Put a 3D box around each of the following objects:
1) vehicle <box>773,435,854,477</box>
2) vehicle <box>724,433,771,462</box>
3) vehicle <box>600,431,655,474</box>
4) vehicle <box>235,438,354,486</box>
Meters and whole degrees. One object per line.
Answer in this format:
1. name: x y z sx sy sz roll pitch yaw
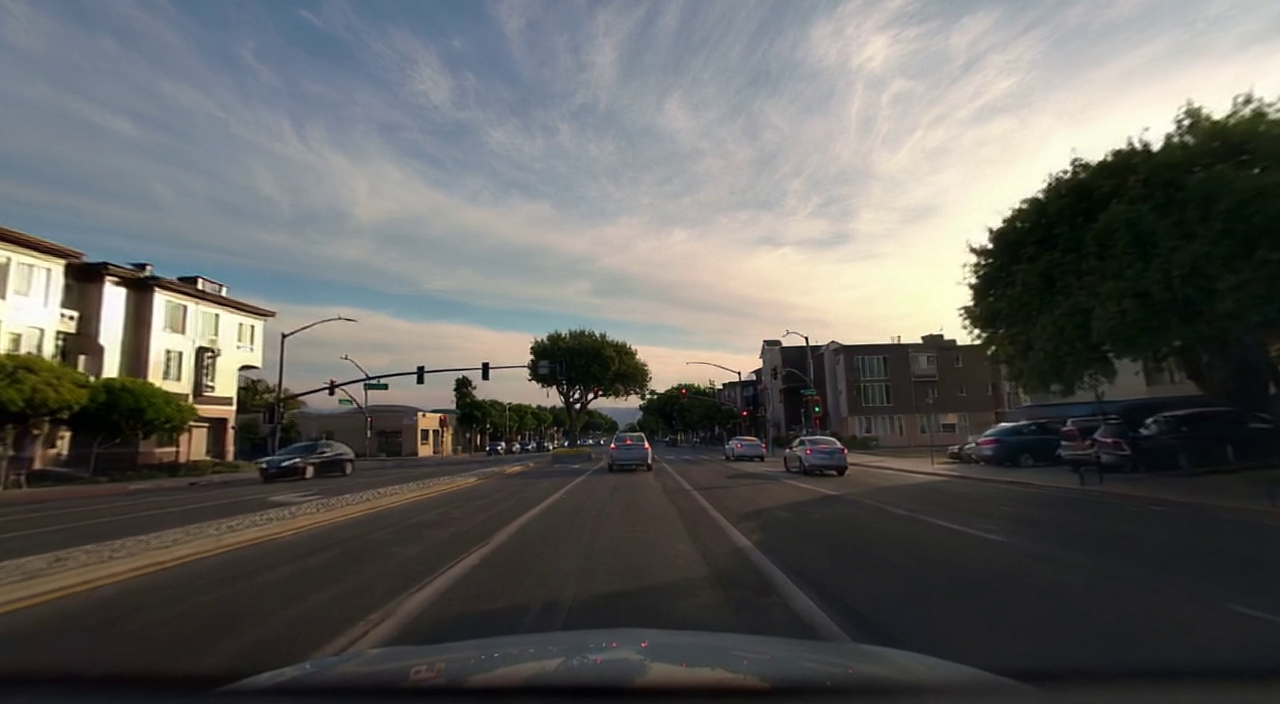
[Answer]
1. vehicle: 6.312 3.846 23.499 1.768 1.417 4.213 0 -9 -1
2. vehicle: 6.293 5.676 37.539 1.963 1.611 4.359 0 -9 -1
3. vehicle: -0.461 4.028 25.467 2.032 1.593 3.896 0 -9 0
4. vehicle: -13.508 4.311 25.049 1.858 1.686 4.330 -1 -9 7
